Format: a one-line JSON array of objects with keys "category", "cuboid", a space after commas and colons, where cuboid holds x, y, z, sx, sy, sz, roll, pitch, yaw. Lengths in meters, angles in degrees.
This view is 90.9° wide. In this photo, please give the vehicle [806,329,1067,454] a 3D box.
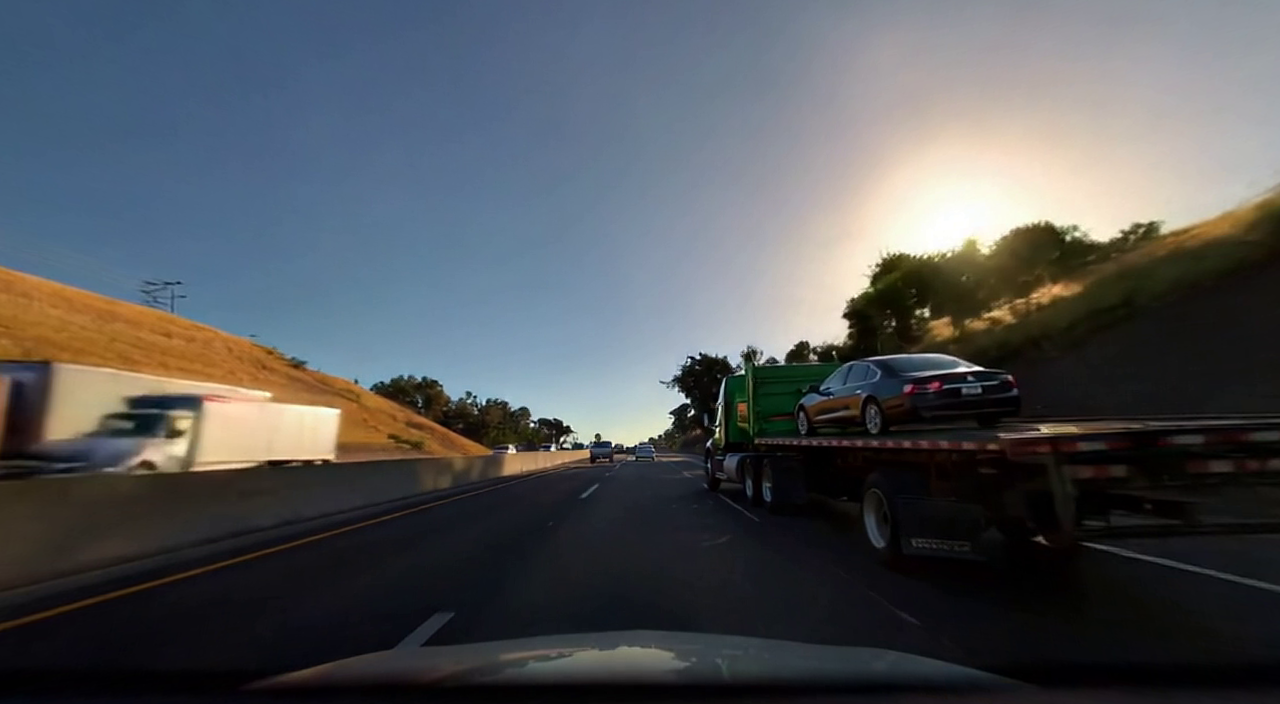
[{"category": "vehicle", "cuboid": [4.217, 0.803, 9.923, 1.968, 1.547, 4.215, 0, -9, -1]}]

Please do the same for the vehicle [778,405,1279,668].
[{"category": "vehicle", "cuboid": [4.302, 1.853, 8.632, 2.654, 1.574, 9.537, 0, -9, 0]}]

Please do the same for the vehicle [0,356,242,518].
[{"category": "vehicle", "cuboid": [-14.147, 2.269, 16.477, 2.877, 3.333, 6.800, 0, -9, 0]}]

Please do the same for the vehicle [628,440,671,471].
[{"category": "vehicle", "cuboid": [0.459, 5.302, 32.366, 2.086, 1.497, 3.681, 0, -9, 0]}]

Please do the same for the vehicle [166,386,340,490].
[{"category": "vehicle", "cuboid": [-14.127, 3.266, 23.670, 2.638, 3.391, 5.802, 0, -9, 1]}]

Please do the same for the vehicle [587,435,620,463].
[{"category": "vehicle", "cuboid": [-2.807, 7.630, 49.525, 2.142, 2.044, 4.446, -1, -9, 2]}]
